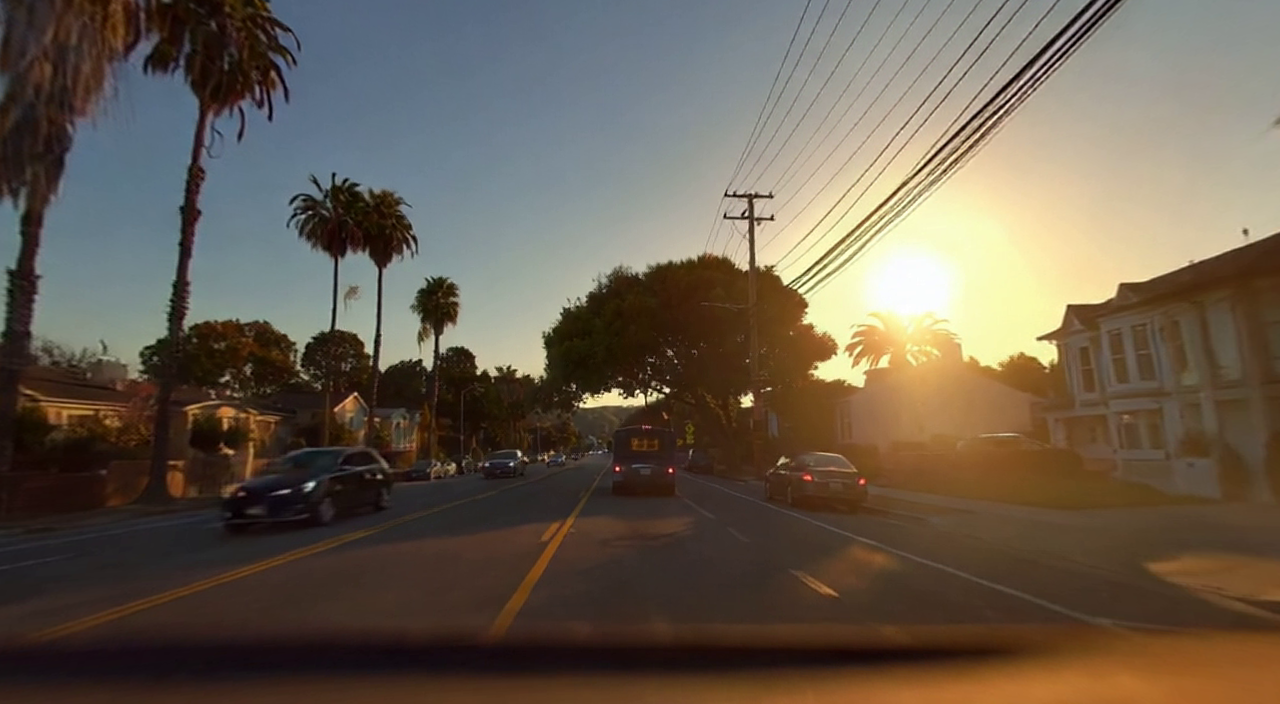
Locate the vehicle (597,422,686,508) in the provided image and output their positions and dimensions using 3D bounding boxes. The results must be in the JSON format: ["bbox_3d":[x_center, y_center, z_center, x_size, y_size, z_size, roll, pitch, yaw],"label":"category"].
[{"bbox_3d":[-0.102,3.077,17.593,2.168,2.040,4.527,0,-9,-3],"label":"vehicle"}]

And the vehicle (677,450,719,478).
[{"bbox_3d":[3.441,6.755,38.313,1.946,1.530,4.240,0,-9,-3],"label":"vehicle"}]

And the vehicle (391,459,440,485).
[{"bbox_3d":[-13.981,7.439,39.384,1.841,1.356,3.938,-3,-8,-4],"label":"vehicle"}]

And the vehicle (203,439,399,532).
[{"bbox_3d":[-6.967,2.751,13.597,1.965,1.653,4.251,0,-9,-3],"label":"vehicle"}]

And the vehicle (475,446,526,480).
[{"bbox_3d":[-7.697,6.152,35.192,1.993,1.737,4.353,0,-9,-2],"label":"vehicle"}]

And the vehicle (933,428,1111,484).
[{"bbox_3d":[13.381,3.638,22.345,4.749,1.699,2.311,-2,-7,-1],"label":"vehicle"}]

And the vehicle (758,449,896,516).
[{"bbox_3d":[4.574,3.225,16.200,2.022,1.456,4.246,0,-9,-3],"label":"vehicle"}]
